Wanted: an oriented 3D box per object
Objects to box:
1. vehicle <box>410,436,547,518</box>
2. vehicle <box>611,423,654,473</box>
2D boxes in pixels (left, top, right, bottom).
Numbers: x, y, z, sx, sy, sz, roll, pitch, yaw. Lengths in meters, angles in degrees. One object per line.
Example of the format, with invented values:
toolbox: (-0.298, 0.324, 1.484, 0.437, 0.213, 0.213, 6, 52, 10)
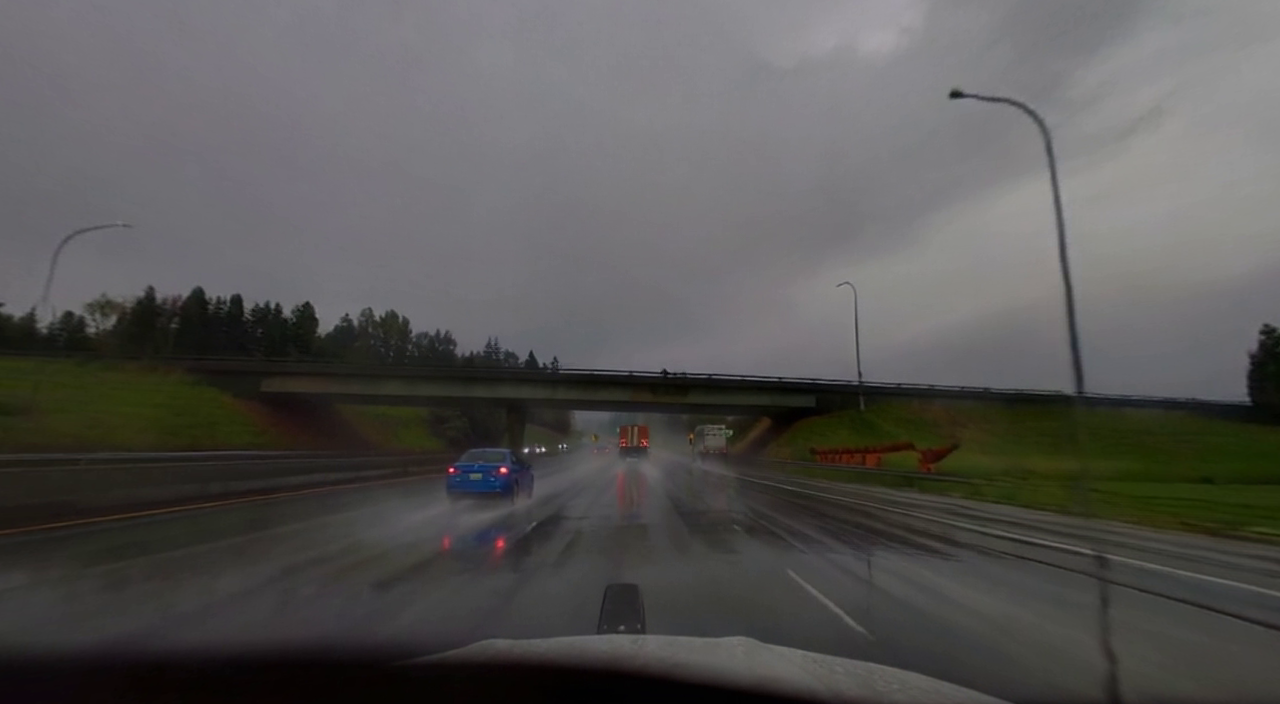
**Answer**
vehicle: (-3.594, 2.862, 14.955, 2.088, 1.643, 4.215, 0, -9, 0)
vehicle: (-0.505, 6.432, 42.439, 2.672, 3.056, 6.900, 0, -9, -1)
